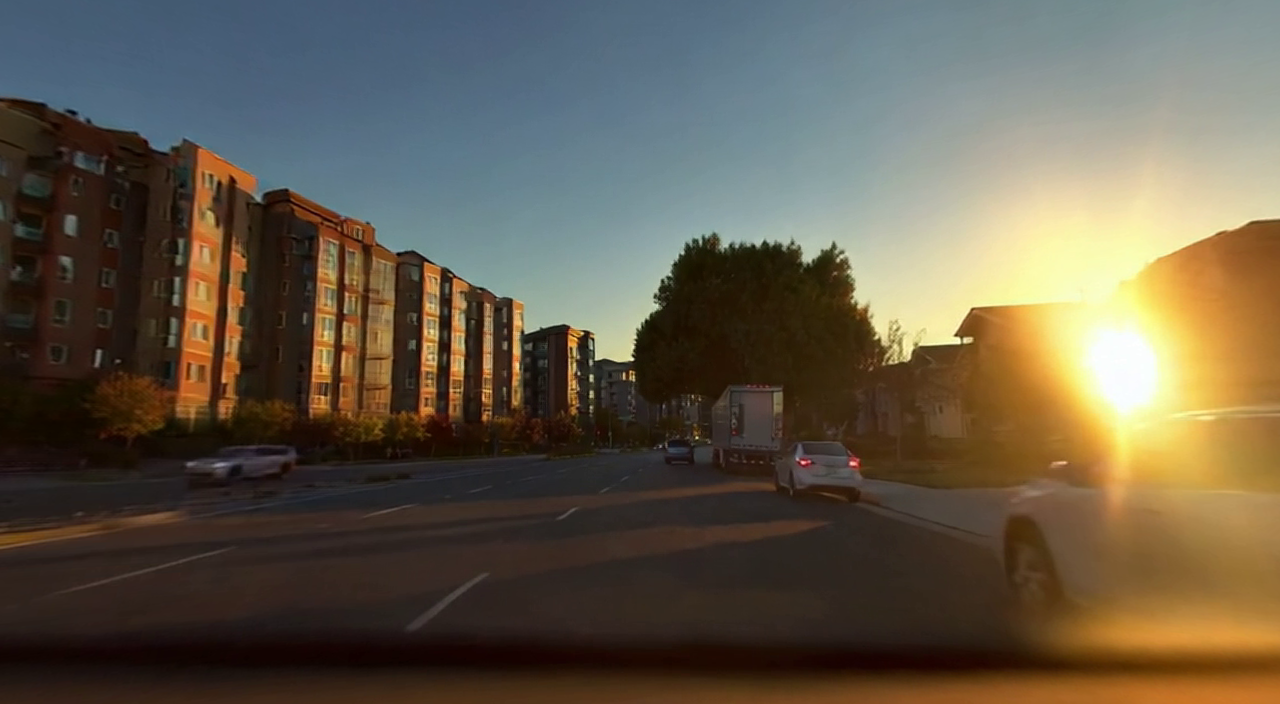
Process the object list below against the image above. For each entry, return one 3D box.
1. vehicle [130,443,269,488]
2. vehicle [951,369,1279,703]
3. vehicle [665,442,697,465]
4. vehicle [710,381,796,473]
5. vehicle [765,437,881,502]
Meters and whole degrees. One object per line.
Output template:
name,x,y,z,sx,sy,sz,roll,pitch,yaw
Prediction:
vehicle,-16.255,4.184,23.601,1.849,1.488,4.394,-1,-8,4
vehicle,3.739,0.968,3.044,2.121,1.659,4.675,0,-8,1
vehicle,2.673,6.430,40.257,1.871,1.370,4.206,-1,-8,6
vehicle,5.622,4.246,34.123,3.157,3.982,13.307,-1,-8,4
vehicle,4.614,3.012,16.660,1.884,1.472,4.650,-1,-8,3
